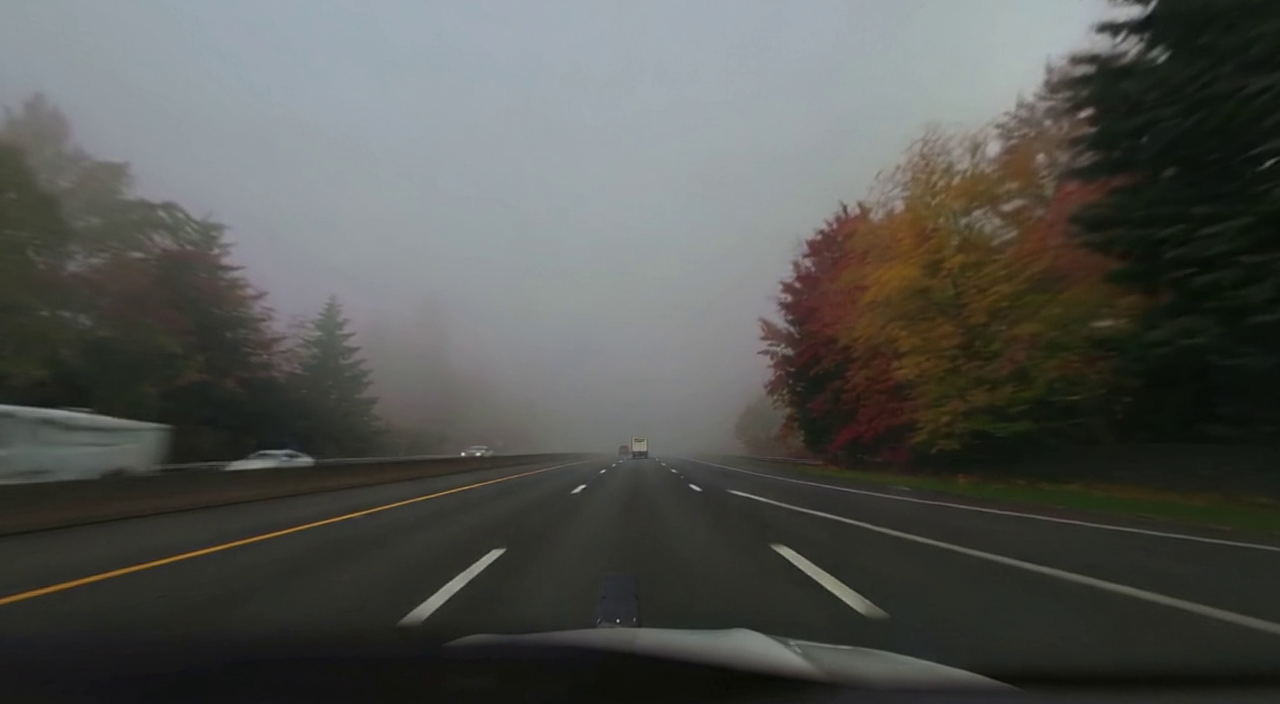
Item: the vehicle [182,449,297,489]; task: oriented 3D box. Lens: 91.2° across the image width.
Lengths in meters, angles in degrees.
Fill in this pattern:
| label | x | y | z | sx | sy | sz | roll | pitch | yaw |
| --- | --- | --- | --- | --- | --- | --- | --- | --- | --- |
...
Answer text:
| label | x | y | z | sx | sy | sz | roll | pitch | yaw |
| --- | --- | --- | --- | --- | --- | --- | --- | --- | --- |
| vehicle | -16.301 | 4.766 | 25.806 | 1.825 | 1.469 | 4.326 | -1 | -9 | 0 |
